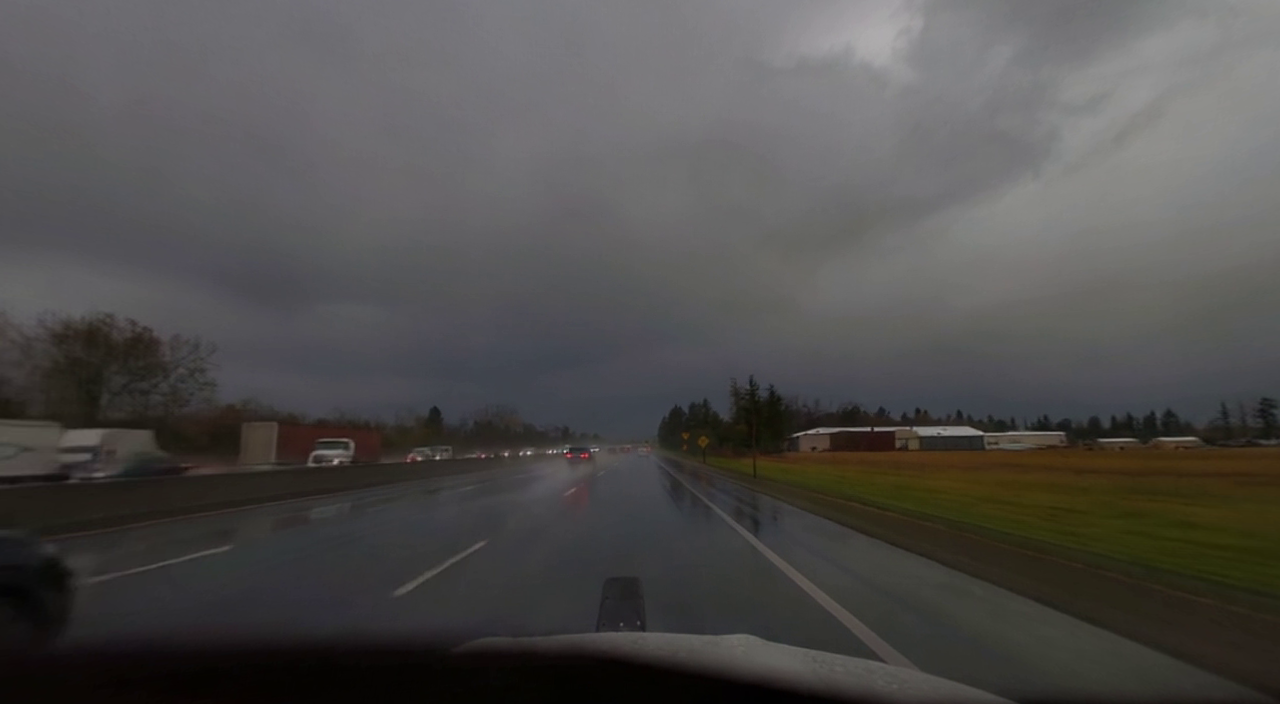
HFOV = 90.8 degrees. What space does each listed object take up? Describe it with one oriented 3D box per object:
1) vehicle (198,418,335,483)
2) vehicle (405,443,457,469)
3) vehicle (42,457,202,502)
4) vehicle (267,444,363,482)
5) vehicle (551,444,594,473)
[{"bbox_3d":[-23.747,6.421,41.026,3.167,3.707,9.297,-1,-9,0],"label":"vehicle"},{"bbox_3d":[-15.556,7.744,47.159,2.204,1.768,4.787,0,-9,0],"label":"vehicle"},{"bbox_3d":[-19.255,4.727,23.828,1.947,1.459,4.851,0,-9,0],"label":"vehicle"},{"bbox_3d":[-15.709,5.371,30.862,2.100,1.678,4.963,0,-9,-1],"label":"vehicle"},{"bbox_3d":[-3.804,6.065,36.246,1.954,1.541,4.079,0,-9,1],"label":"vehicle"}]
